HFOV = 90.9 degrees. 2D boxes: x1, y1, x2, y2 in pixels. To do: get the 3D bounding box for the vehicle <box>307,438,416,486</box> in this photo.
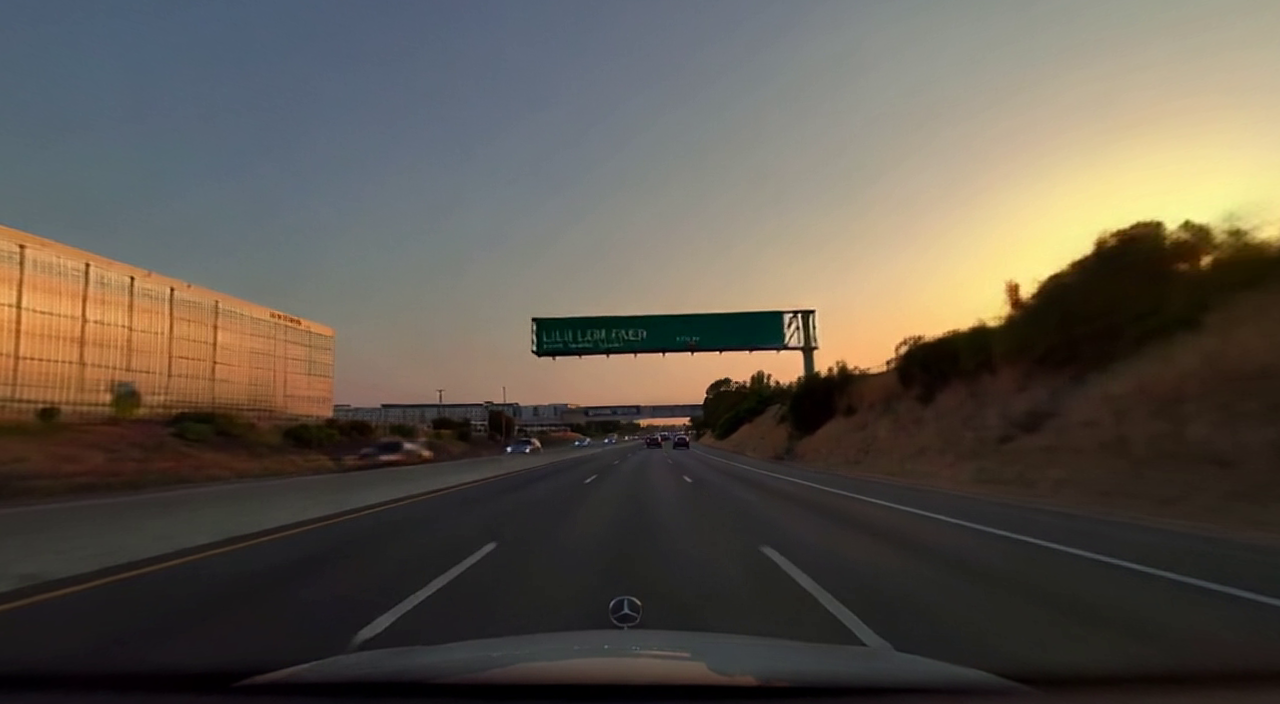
[{"bbox_3d":[-10.652,4.226,24.577,2.047,1.679,4.692,0,-8,1],"label":"vehicle"}]
